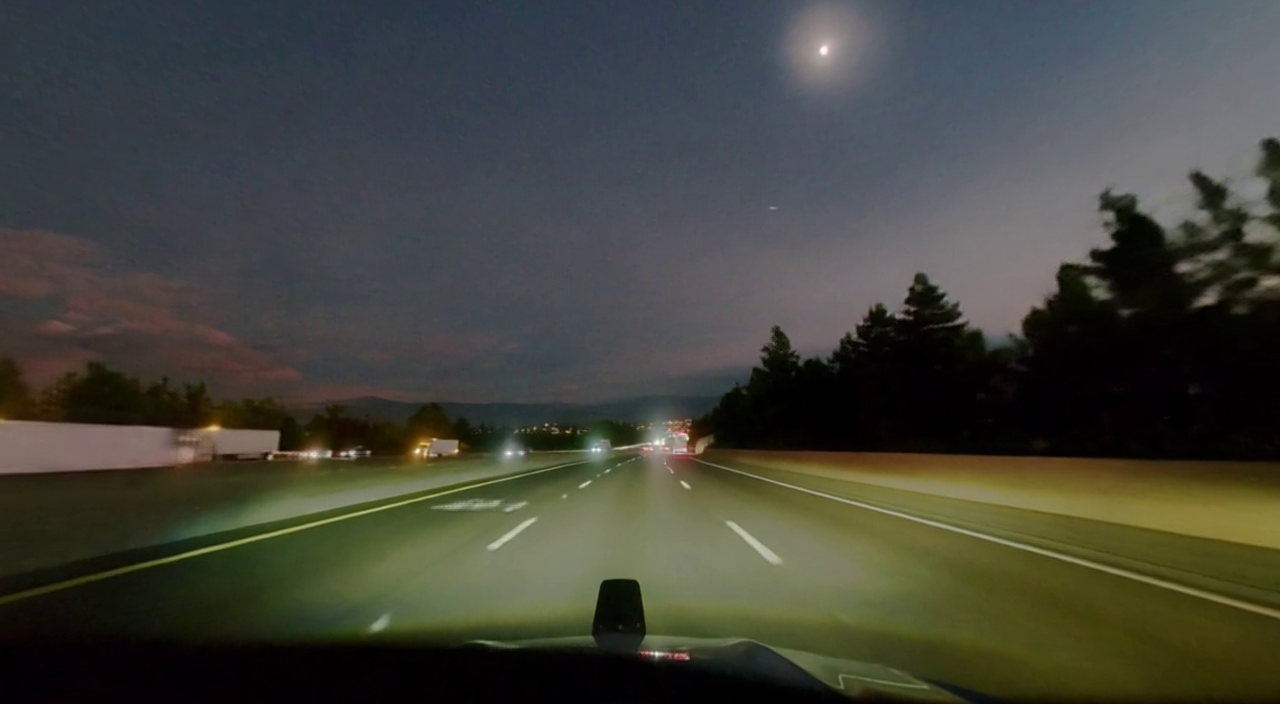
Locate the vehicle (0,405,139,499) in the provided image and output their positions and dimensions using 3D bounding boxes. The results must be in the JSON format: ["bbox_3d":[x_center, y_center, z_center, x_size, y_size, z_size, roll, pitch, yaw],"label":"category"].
[{"bbox_3d":[-19.790,3.140,19.765,2.460,2.687,6.728,0,-9,0],"label":"vehicle"}]
